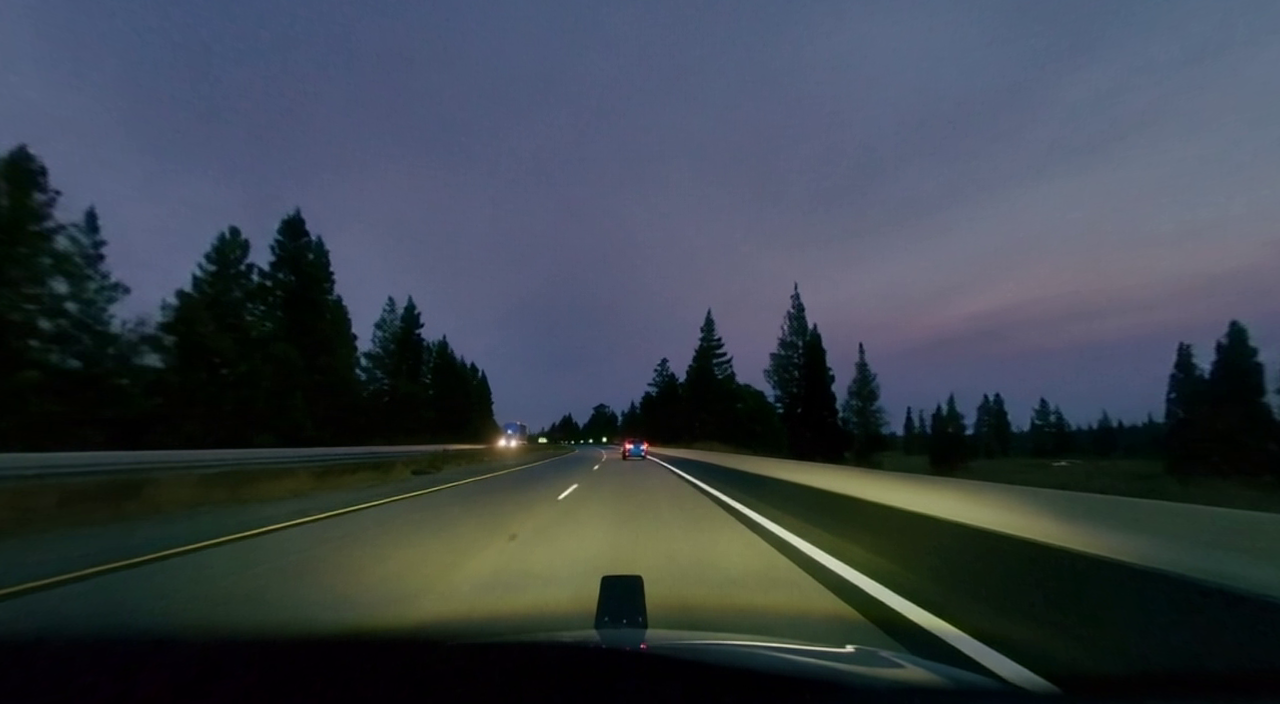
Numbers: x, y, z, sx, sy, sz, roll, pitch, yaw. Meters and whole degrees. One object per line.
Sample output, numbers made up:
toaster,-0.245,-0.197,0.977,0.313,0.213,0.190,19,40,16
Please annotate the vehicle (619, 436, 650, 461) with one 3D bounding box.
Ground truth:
vehicle,-0.472,7.134,46.467,2.079,1.729,4.380,0,-8,-3
